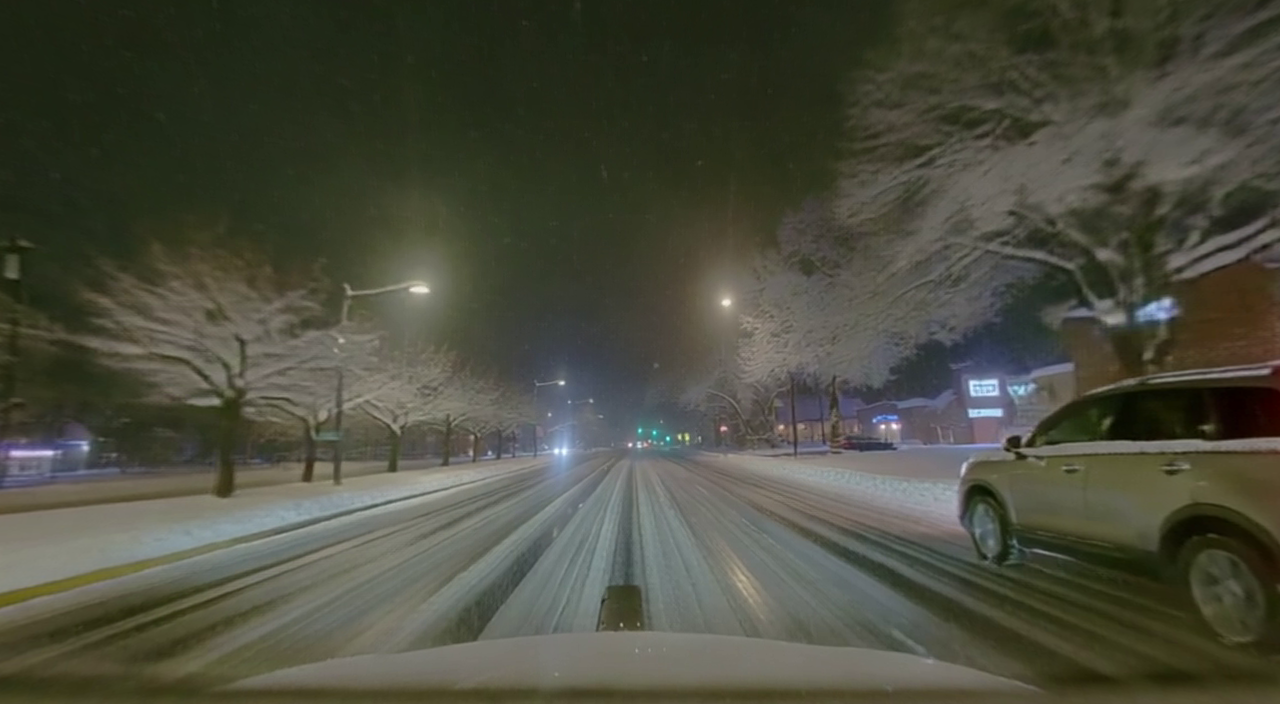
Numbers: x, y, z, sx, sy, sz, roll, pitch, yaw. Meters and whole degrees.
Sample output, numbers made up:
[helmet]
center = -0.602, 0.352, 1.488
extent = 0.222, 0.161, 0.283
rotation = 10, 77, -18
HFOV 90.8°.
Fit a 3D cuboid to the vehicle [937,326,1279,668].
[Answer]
[vehicle]
center = 4.772, 1.045, 5.070
extent = 2.185, 1.956, 5.128
rotation = 0, -8, -1
